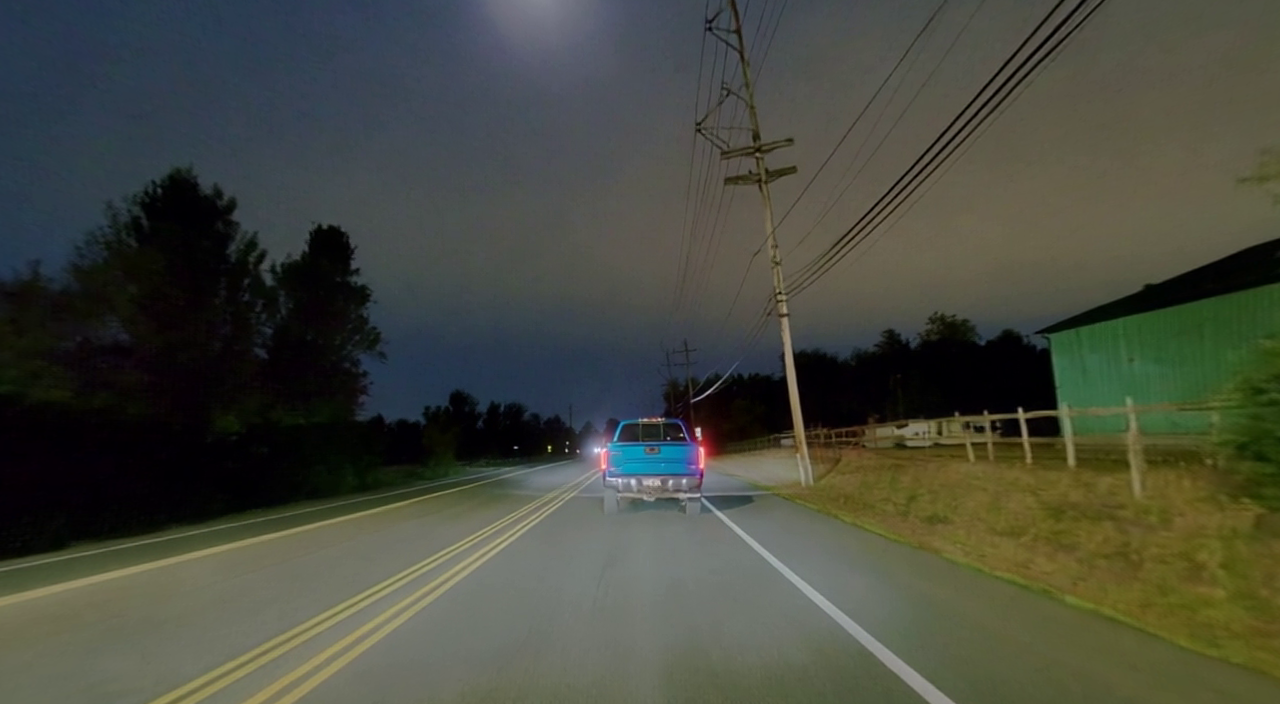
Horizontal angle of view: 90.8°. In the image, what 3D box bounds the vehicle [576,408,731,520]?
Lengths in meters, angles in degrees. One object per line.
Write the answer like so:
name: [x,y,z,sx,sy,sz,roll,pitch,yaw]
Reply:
vehicle: [0.207,2.429,14.296,2.693,1.941,6.356,0,-8,-1]
